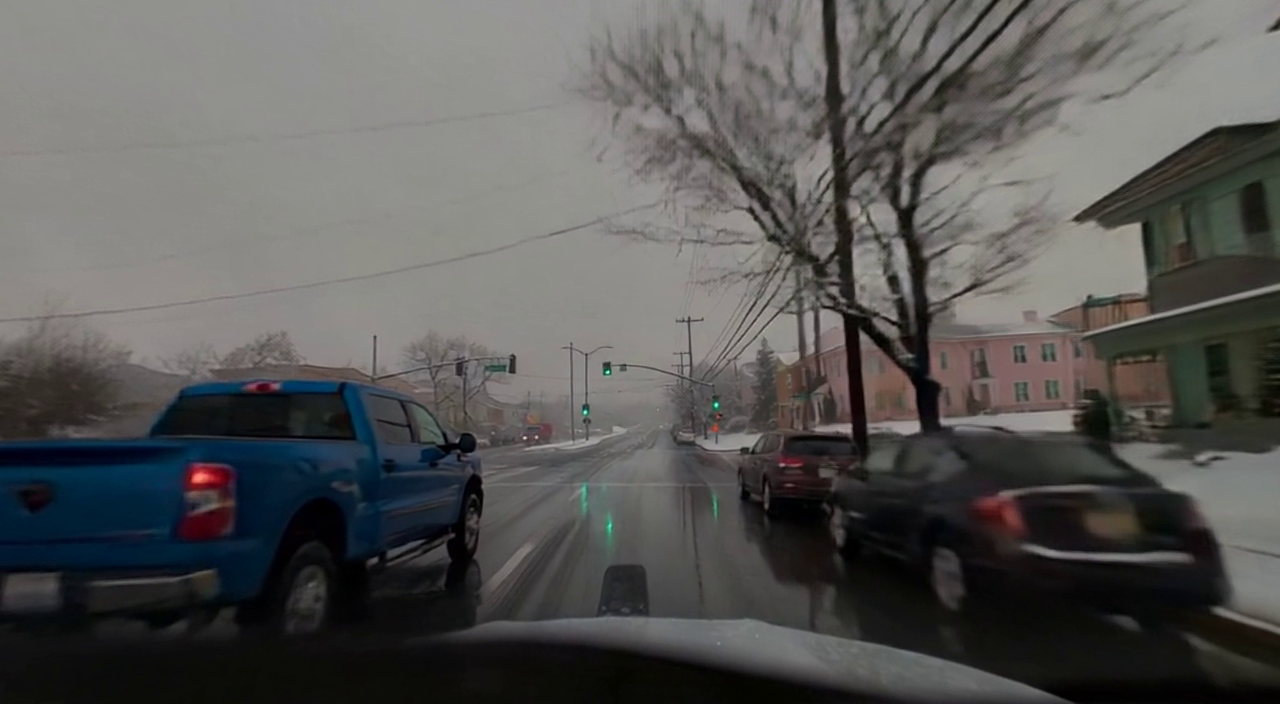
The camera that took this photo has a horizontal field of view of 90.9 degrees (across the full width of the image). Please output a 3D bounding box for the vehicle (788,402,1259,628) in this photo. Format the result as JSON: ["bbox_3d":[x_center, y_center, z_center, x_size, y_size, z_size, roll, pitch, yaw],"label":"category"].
[{"bbox_3d":[3.104,1.411,6.466,2.012,1.491,4.333,0,-8,-1],"label":"vehicle"}]

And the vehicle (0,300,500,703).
[{"bbox_3d":[-2.925,1.115,5.151,2.242,1.890,5.306,-1,-8,1],"label":"vehicle"}]
